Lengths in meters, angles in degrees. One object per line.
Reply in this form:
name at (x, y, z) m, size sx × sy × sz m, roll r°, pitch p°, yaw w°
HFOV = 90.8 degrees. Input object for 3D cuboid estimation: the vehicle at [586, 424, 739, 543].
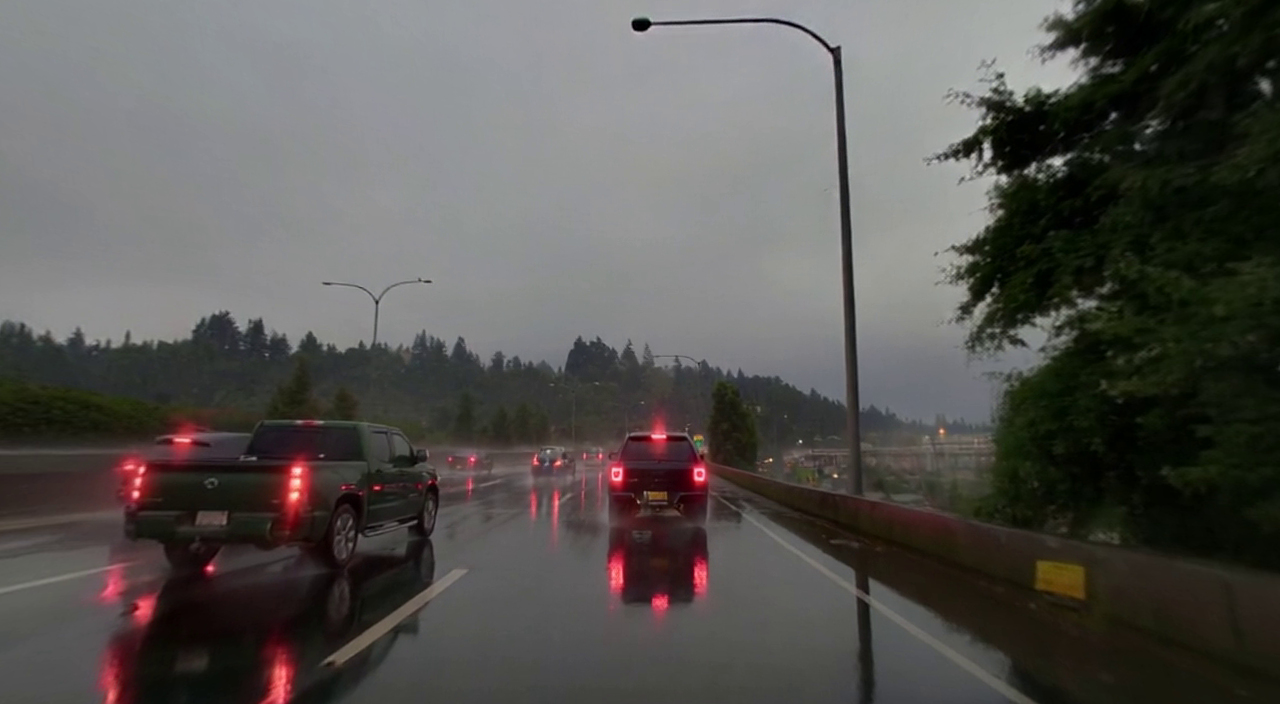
vehicle at (0.386, 2.265, 11.543) m, size 2.235 × 1.716 × 4.435 m, roll -1°, pitch -8°, yaw 2°

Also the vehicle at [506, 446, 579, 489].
vehicle at (-3.550, 4.288, 23.878) m, size 1.868 × 1.470 × 4.105 m, roll -1°, pitch -9°, yaw 4°

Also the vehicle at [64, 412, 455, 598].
vehicle at (-4.174, 1.734, 8.061) m, size 2.076 × 1.688 × 4.334 m, roll -1°, pitch -9°, yaw 4°
